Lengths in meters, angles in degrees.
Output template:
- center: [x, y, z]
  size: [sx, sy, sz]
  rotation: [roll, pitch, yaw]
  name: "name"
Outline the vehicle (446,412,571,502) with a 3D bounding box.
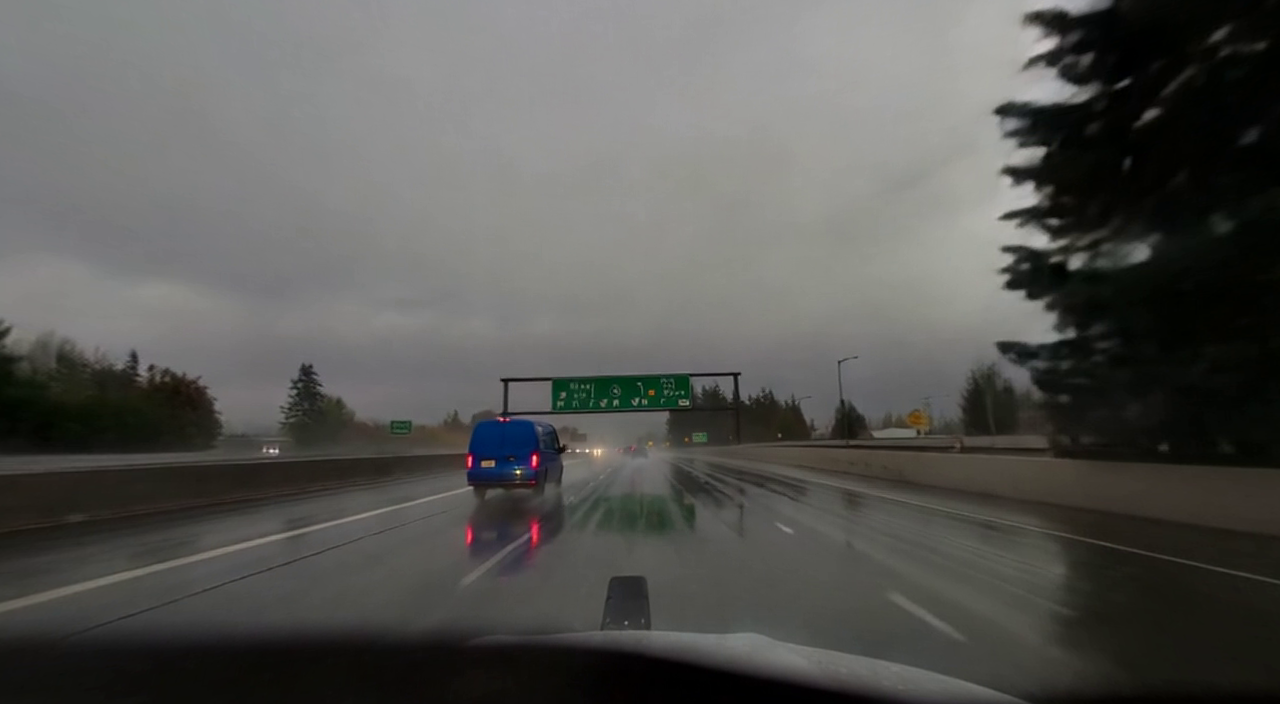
- center: [-3.227, 2.700, 16.547]
  size: [2.281, 2.025, 4.586]
  rotation: [0, -8, 0]
  name: "vehicle"
